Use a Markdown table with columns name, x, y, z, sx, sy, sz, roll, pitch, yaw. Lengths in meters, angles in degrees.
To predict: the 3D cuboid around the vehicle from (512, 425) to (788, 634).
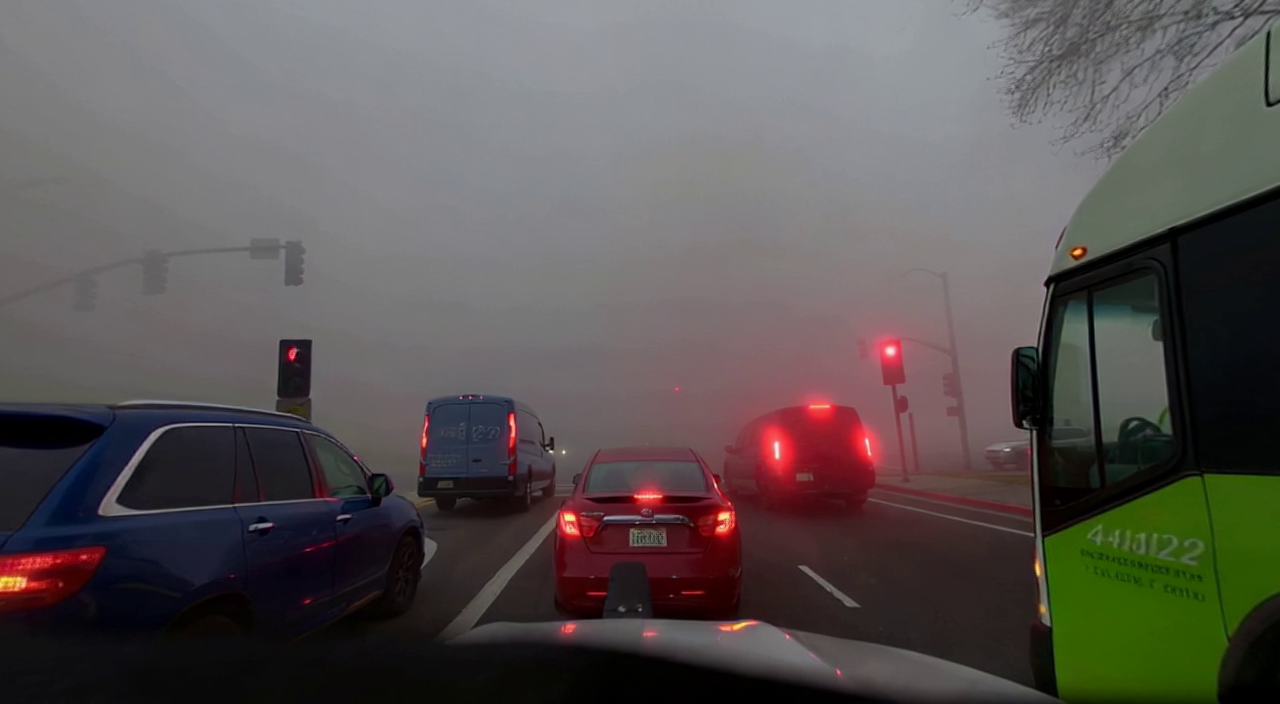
| name | x | y | z | sx | sy | sz | roll | pitch | yaw |
| --- | --- | --- | --- | --- | --- | --- | --- | --- | --- |
| vehicle | 0.067 | 1.549 | 6.421 | 1.976 | 1.485 | 3.624 | 0 | -8 | 0 |

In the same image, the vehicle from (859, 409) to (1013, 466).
| name | x | y | z | sx | sy | sz | roll | pitch | yaw |
| --- | --- | --- | --- | --- | --- | --- | --- | --- | --- |
| vehicle | 17.604 | 5.132 | 37.918 | 7.839 | 3.213 | 2.628 | 0 | -8 | -3 |

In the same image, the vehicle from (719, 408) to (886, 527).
| name | x | y | z | sx | sy | sz | roll | pitch | yaw |
| --- | --- | --- | --- | --- | --- | --- | --- | --- | --- |
| vehicle | 3.148 | 2.401 | 13.665 | 2.143 | 2.036 | 5.367 | 0 | -8 | 0 |

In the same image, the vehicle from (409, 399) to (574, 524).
| name | x | y | z | sx | sy | sz | roll | pitch | yaw |
| --- | --- | --- | --- | --- | --- | --- | --- | --- | --- |
| vehicle | -2.926 | 2.352 | 13.970 | 2.335 | 2.221 | 5.165 | 0 | -8 | 1 |

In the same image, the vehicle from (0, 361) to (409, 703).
| name | x | y | z | sx | sy | sz | roll | pitch | yaw |
| --- | --- | --- | --- | --- | --- | --- | --- | --- | --- |
| vehicle | -3.405 | 1.178 | 4.633 | 1.921 | 1.701 | 3.989 | 0 | -8 | -1 |

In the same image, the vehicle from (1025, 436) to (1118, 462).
| name | x | y | z | sx | sy | sz | roll | pitch | yaw |
| --- | --- | --- | --- | --- | --- | --- | --- | --- | --- |
| vehicle | 25.897 | 5.822 | 37.983 | 4.229 | 1.489 | 1.794 | 0 | -8 | -1 |
